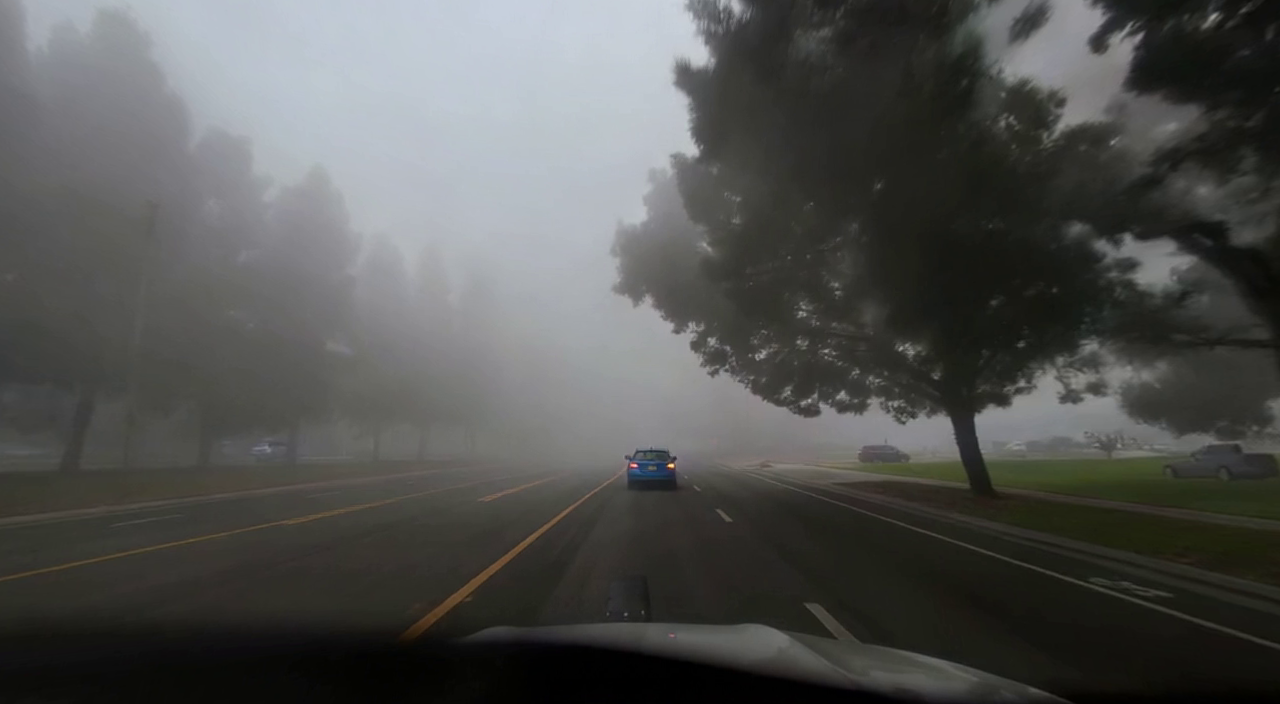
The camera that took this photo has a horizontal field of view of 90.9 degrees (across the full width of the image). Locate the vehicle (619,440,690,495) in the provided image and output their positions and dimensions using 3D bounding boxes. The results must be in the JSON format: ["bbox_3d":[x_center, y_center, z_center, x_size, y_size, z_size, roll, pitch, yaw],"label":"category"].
[{"bbox_3d":[0.417,3.575,19.836,2.010,1.535,3.735,0,-9,0],"label":"vehicle"}]

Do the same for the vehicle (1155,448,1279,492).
[{"bbox_3d":[23.528,4.677,25.155,4.013,1.505,1.989,-3,-8,4],"label":"vehicle"}]
